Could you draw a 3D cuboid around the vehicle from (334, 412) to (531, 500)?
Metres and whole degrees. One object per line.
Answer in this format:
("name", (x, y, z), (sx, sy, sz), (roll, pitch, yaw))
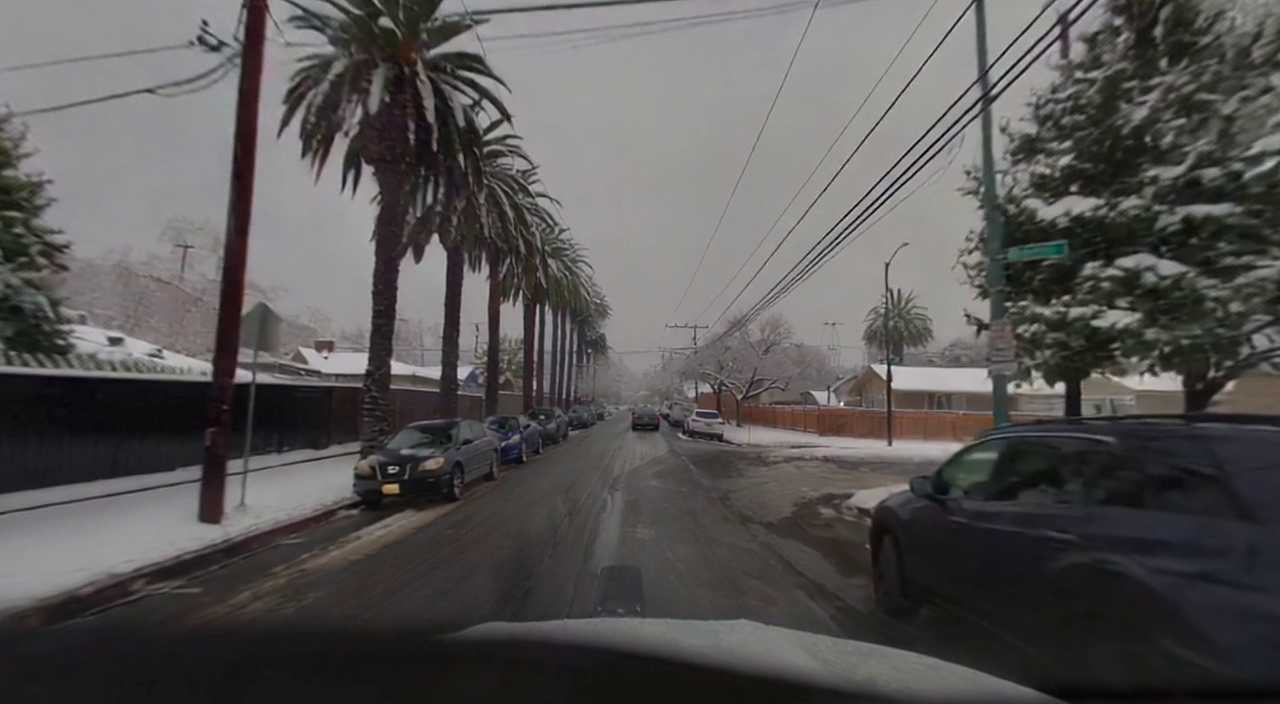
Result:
("vehicle", (-4.072, 2.190, 13.751), (2.157, 1.487, 5.718), (0, -8, 2))

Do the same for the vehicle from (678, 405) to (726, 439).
("vehicle", (3.138, 3.704, 32.933), (2.060, 1.614, 4.652), (0, -8, 0))

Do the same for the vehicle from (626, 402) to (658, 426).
("vehicle", (0.150, 4.411, 44.303), (2.081, 1.483, 4.599), (0, -8, 0))

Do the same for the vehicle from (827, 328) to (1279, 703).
("vehicle", (2.775, 1.101, 3.921), (1.895, 1.680, 4.842), (0, -8, 2))

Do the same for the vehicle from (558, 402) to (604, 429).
("vehicle", (-3.707, 4.144, 40.790), (2.130, 1.543, 5.386), (0, -8, 4))
